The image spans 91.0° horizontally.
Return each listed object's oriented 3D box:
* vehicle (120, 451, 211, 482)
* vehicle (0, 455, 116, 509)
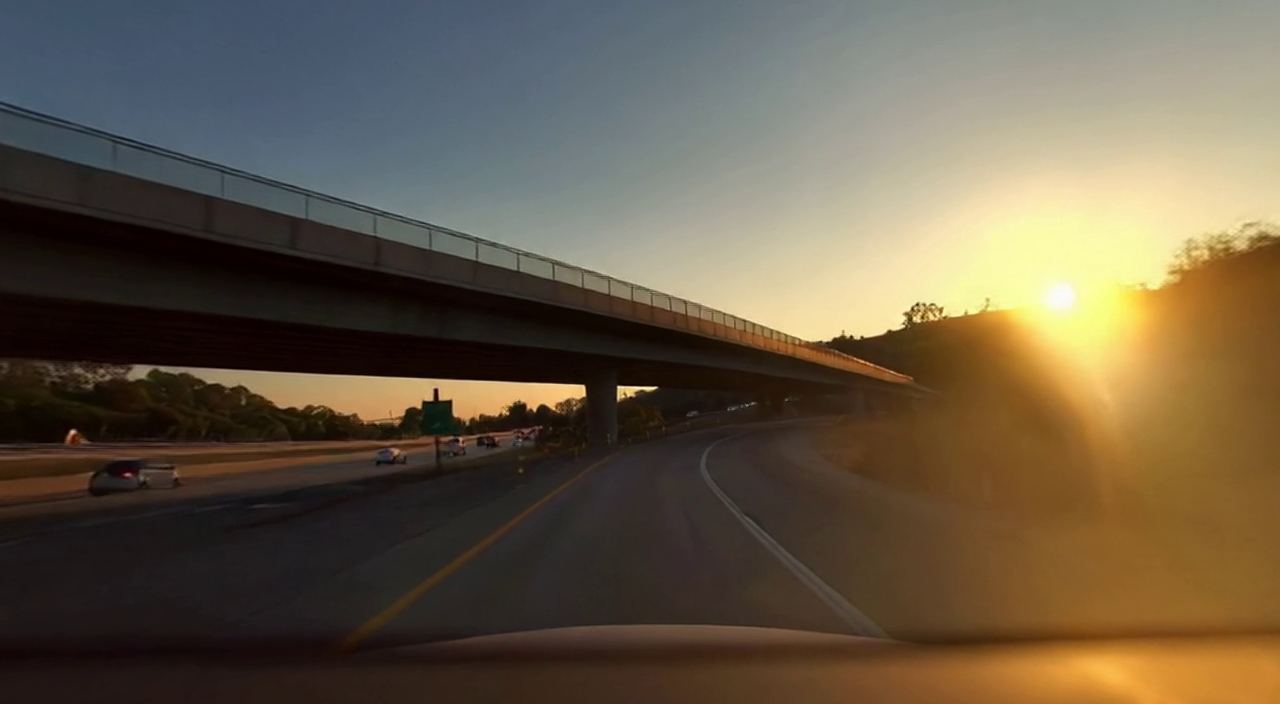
[{"bbox_3d":[-30.018,7.241,40.072,2.209,1.778,5.108,1,-8,-6],"label":"vehicle"},{"bbox_3d":[-20.691,4.320,21.370,2.045,1.513,4.795,1,-8,-6],"label":"vehicle"}]
